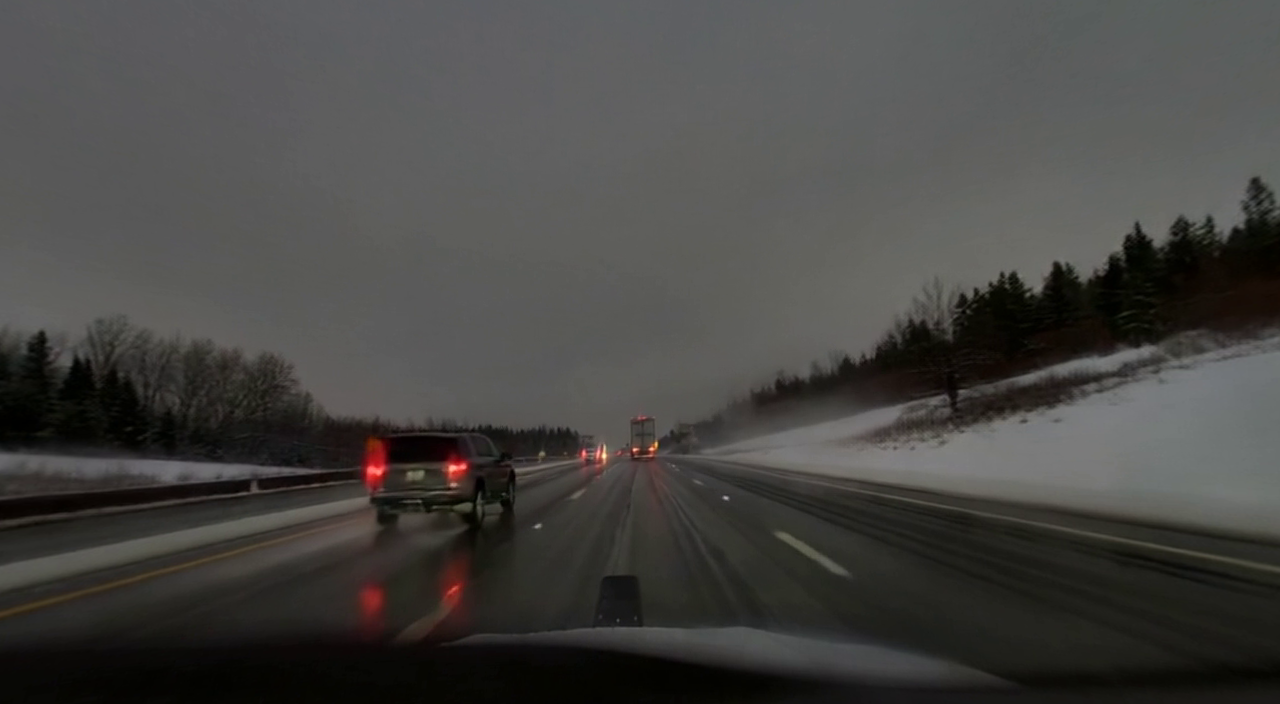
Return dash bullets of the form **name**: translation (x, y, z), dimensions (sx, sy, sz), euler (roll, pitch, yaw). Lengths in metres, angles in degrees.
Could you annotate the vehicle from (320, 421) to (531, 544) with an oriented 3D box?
- **vehicle**: translation (-3.368, 2.155, 10.926), dimensions (2.160, 1.691, 4.243), euler (0, -9, 0)
